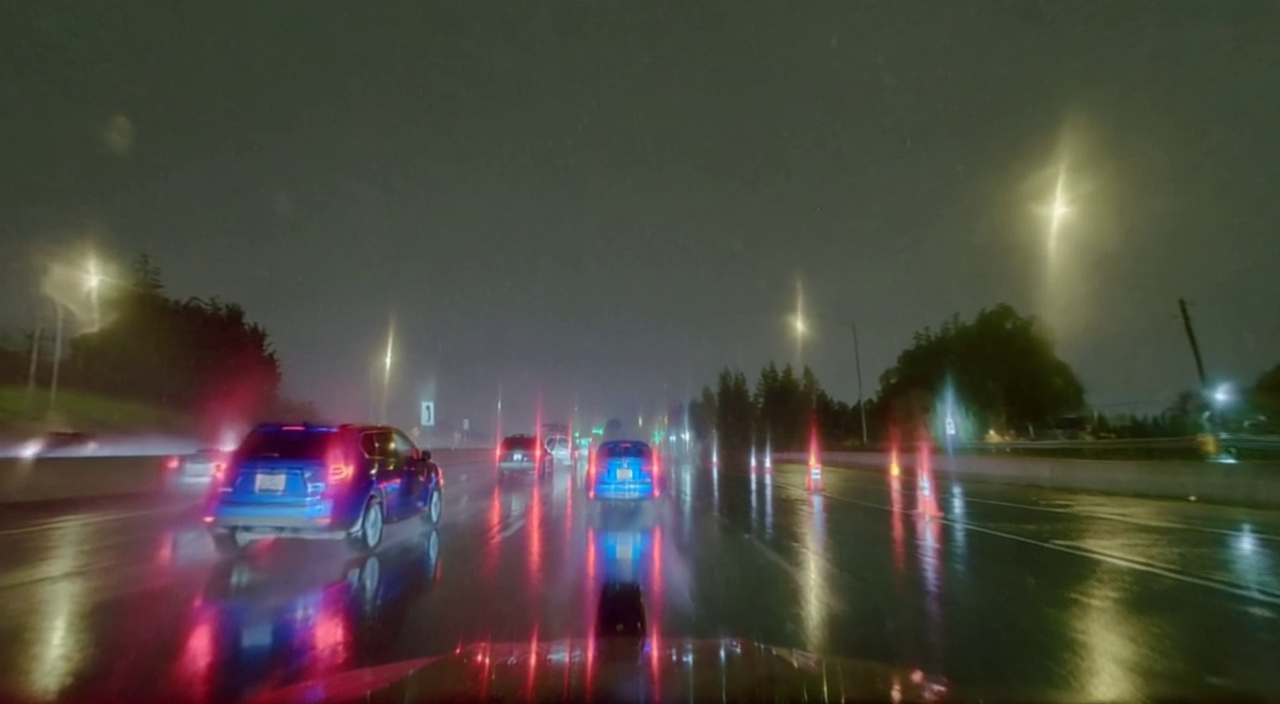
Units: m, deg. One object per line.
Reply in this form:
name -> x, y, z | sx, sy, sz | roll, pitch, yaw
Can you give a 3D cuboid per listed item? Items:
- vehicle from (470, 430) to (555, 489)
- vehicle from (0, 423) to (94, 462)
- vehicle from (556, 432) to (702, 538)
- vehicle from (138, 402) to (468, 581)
vehicle -> -4.083, 3.523, 20.945 | 1.982, 1.727, 4.057 | 0, -9, -1
vehicle -> -29.030, 4.328, 30.129 | 2.033, 1.675, 4.577 | 1, -9, -4
vehicle -> -0.218, 2.187, 11.011 | 2.069, 1.484, 3.982 | 0, -9, -2
vehicle -> -3.812, 1.652, 8.210 | 2.025, 1.708, 4.089 | 0, -9, 0
